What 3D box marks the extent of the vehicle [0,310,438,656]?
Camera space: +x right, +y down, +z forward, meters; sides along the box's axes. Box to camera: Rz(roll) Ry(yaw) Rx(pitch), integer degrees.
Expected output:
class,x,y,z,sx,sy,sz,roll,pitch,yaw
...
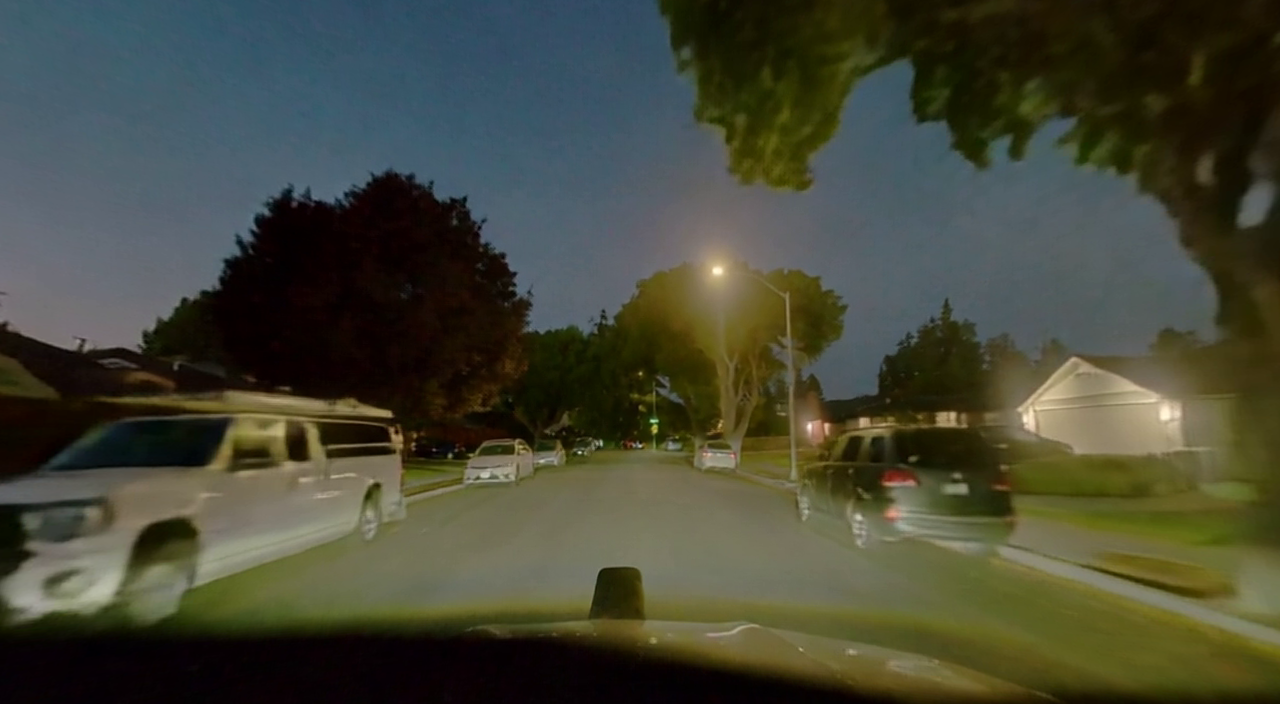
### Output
class,x,y,z,sx,sy,sz,roll,pitch,yaw
vehicle,-4.779,1.300,7.789,2.476,2.434,6.543,-1,-7,0

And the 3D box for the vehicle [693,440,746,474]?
class,x,y,z,sx,sy,sz,roll,pitch,yaw
vehicle,3.668,4.912,29.864,1.945,1.495,3.983,0,-8,0

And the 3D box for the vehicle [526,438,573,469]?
class,x,y,z,sx,sy,sz,roll,pitch,yaw
vehicle,-5.042,5.706,35.769,1.887,1.660,4.312,0,-8,1

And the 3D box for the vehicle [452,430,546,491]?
class,x,y,z,sx,sy,sz,roll,pitch,yaw
vehicle,-4.743,3.660,22.076,2.140,1.815,4.926,0,-7,0

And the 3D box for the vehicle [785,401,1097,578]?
class,x,y,z,sx,sy,sz,roll,pitch,yaw
vehicle,3.578,1.718,8.673,2.082,1.790,4.330,0,-8,-1
